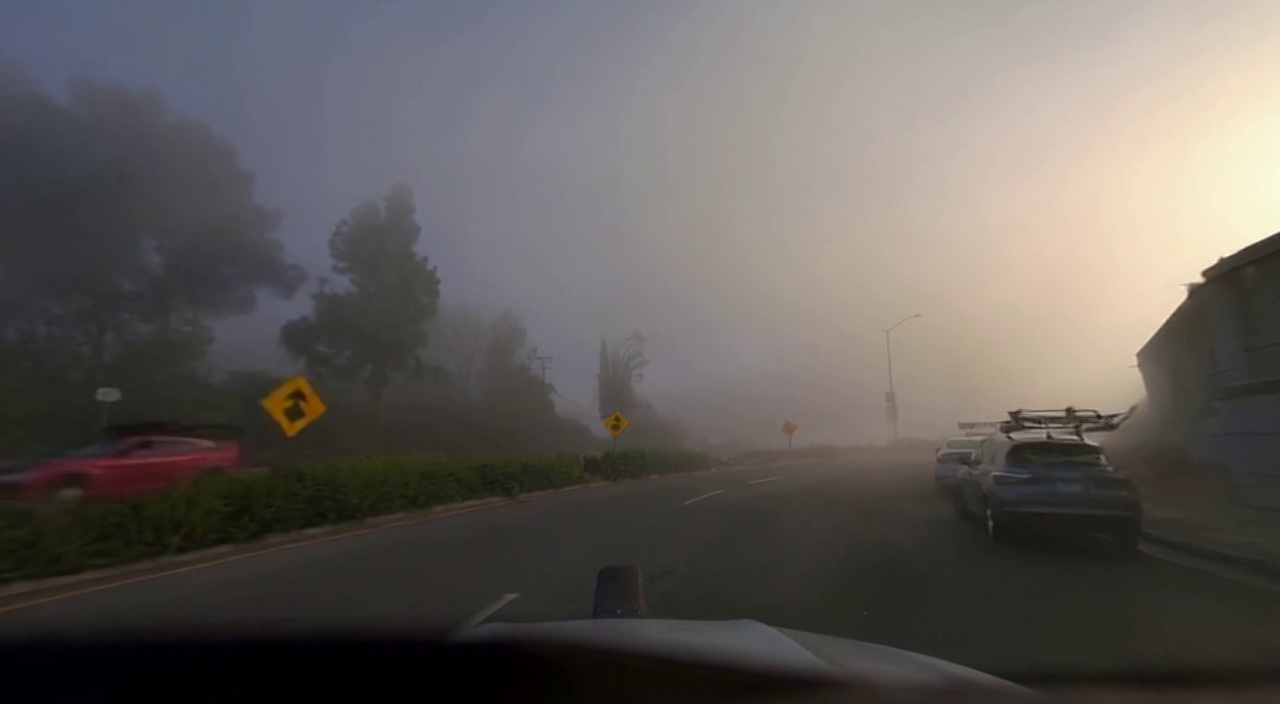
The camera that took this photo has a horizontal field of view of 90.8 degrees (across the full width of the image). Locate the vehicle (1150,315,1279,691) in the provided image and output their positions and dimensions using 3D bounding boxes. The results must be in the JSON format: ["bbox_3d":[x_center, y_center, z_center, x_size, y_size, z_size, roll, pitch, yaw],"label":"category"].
[{"bbox_3d":[4.040,0.520,1.543,2.081,1.866,4.648,-1,-8,7],"label":"vehicle"}]

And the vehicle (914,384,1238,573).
[{"bbox_3d":[5.374,1.607,8.753,2.269,1.841,4.569,-3,-9,16],"label":"vehicle"}]
